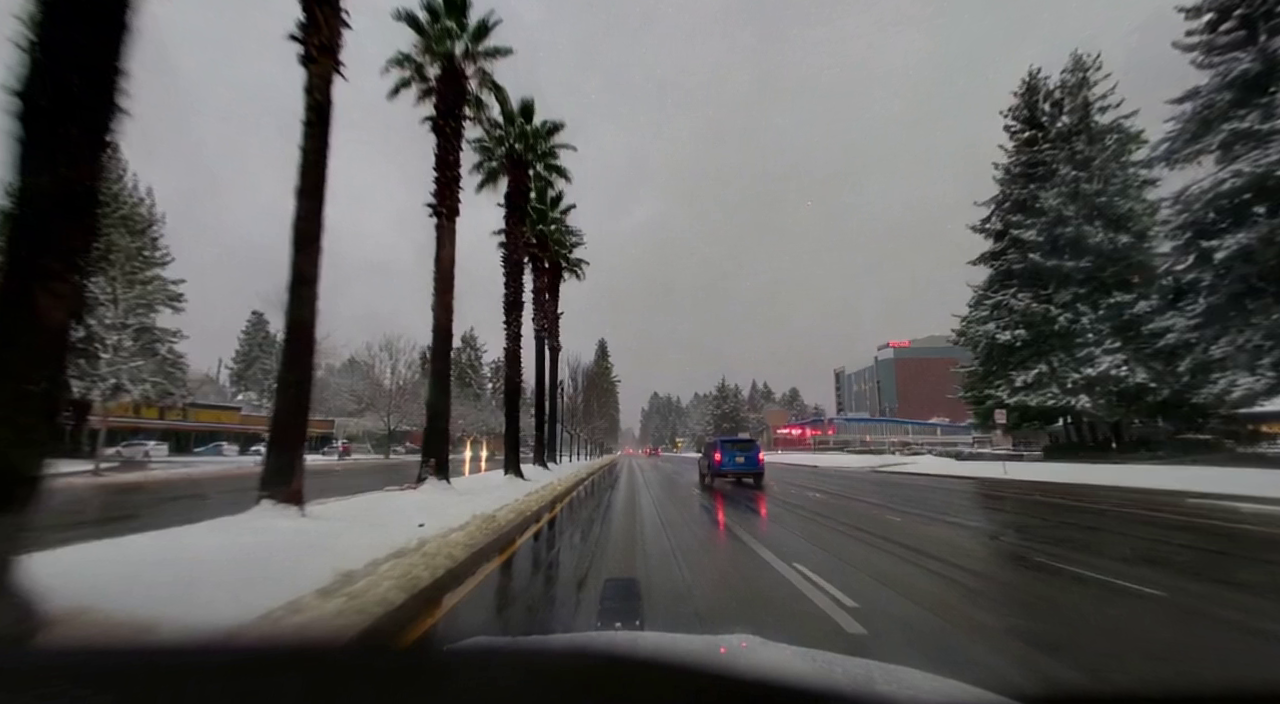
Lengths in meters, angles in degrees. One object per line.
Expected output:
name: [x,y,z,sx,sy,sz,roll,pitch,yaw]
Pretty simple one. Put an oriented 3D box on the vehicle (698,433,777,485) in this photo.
vehicle: [3.423,3.837,22.950,2.072,1.696,4.177,0,-8,-2]
